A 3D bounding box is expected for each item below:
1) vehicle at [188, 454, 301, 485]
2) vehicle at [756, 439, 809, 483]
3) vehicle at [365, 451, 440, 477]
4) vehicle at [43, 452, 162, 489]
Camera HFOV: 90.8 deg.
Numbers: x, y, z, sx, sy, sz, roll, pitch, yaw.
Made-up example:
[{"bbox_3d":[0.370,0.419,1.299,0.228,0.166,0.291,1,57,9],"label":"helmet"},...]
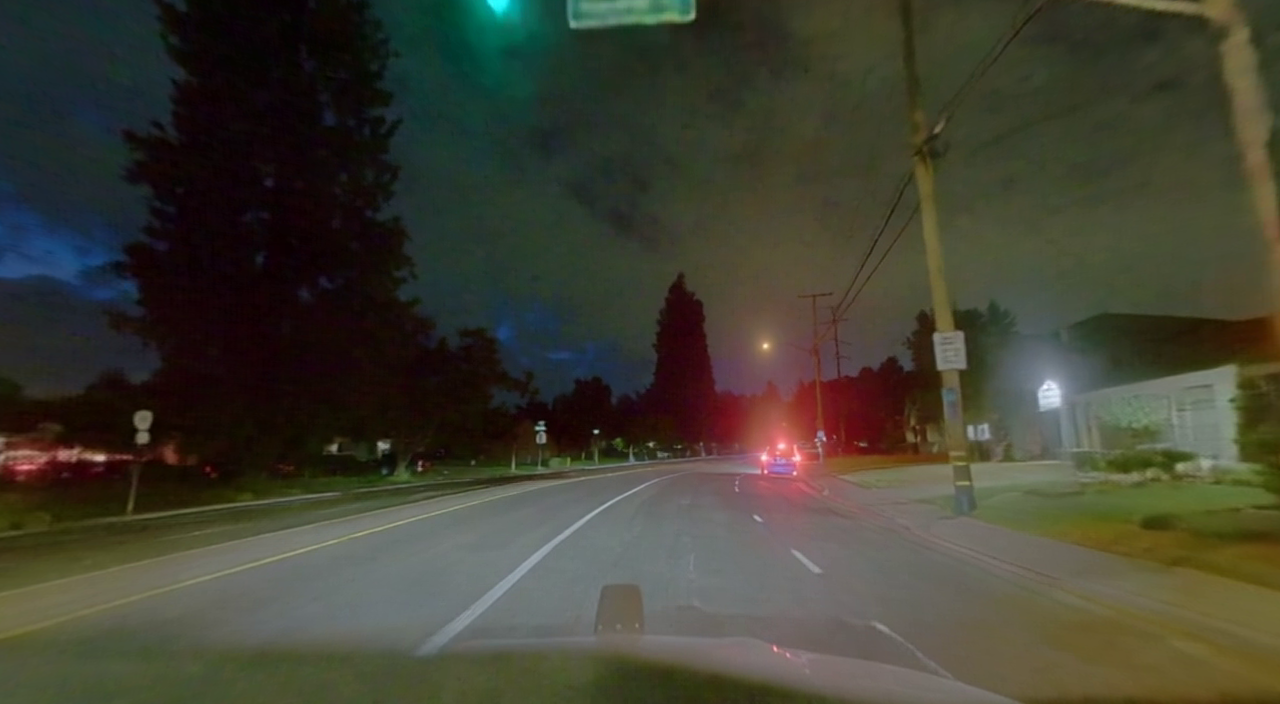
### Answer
[{"bbox_3d":[-19.852,5.885,31.810,4.658,1.482,1.879,-2,-9,10],"label":"vehicle"},{"bbox_3d":[6.256,4.815,28.166,1.989,1.782,4.351,-1,-9,9],"label":"vehicle"},{"bbox_3d":[-15.441,7.270,41.146,4.284,1.549,1.828,-2,-9,15],"label":"vehicle"},{"bbox_3d":[-26.906,5.915,31.731,4.164,1.720,2.019,0,-7,3],"label":"vehicle"}]
